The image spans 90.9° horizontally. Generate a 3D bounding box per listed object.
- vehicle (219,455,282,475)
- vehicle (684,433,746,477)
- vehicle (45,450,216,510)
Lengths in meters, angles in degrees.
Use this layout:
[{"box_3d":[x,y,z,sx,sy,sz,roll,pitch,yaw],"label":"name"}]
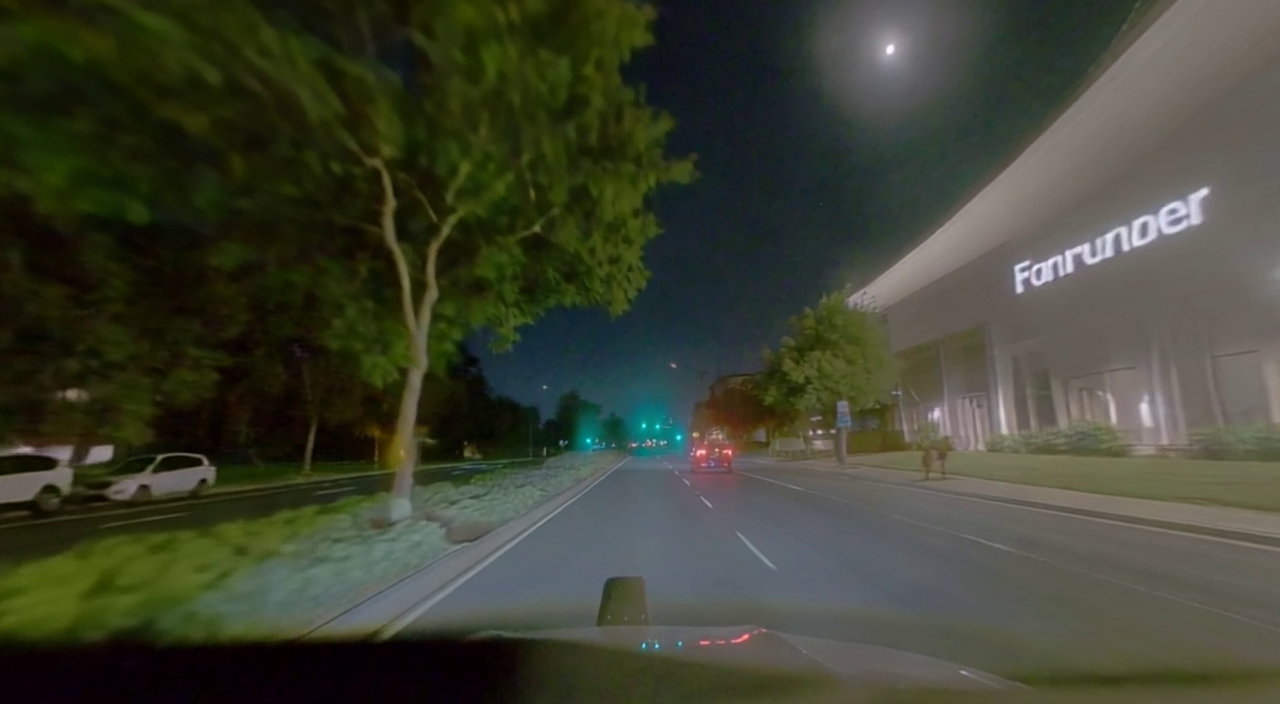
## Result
[{"box_3d":[-30.722,8.899,49.889,1.875,1.477,4.858,0,-9,1],"label":"vehicle"},{"box_3d":[3.178,4.472,27.714,2.143,1.759,4.378,0,-8,-1],"label":"vehicle"},{"box_3d":[-16.538,4.137,20.834,1.980,1.695,4.350,0,-8,0],"label":"vehicle"}]
